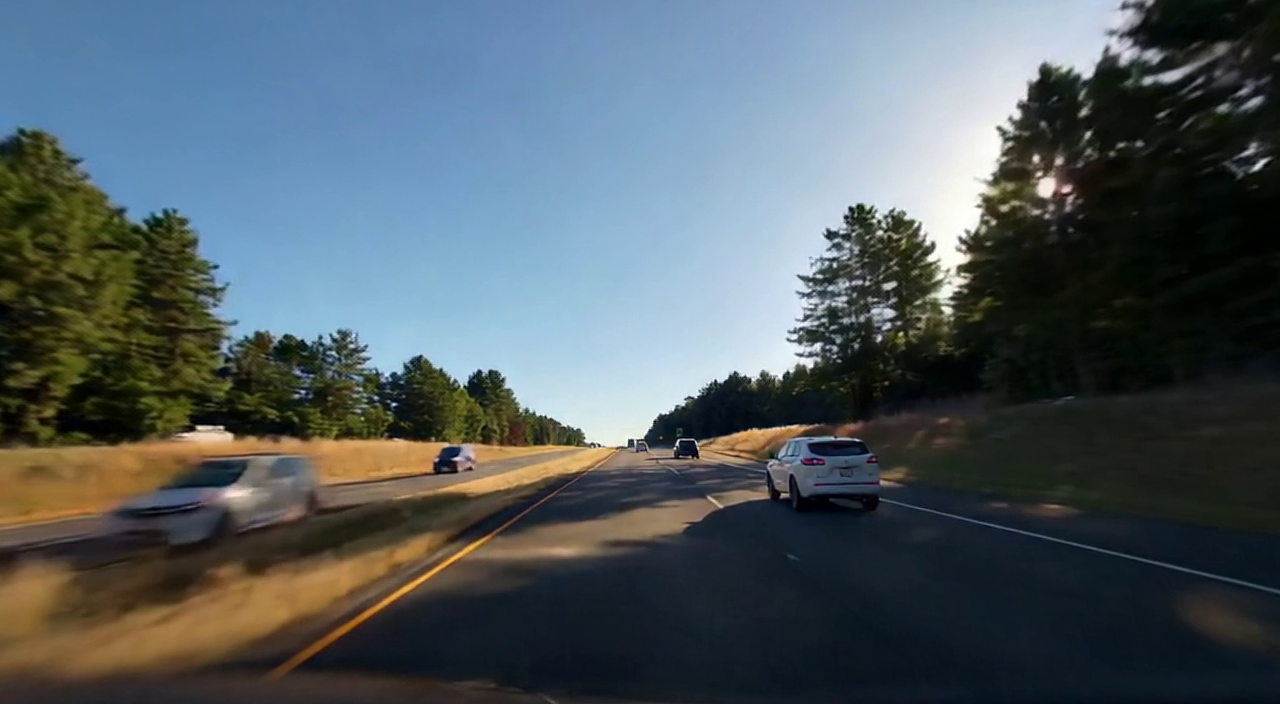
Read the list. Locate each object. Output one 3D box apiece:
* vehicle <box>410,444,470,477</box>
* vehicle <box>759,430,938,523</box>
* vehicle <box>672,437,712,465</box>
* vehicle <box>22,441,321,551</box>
[{"bbox_3d":[-10.939,5.931,34.739,1.971,1.678,4.295,0,-8,-1],"label":"vehicle"},{"bbox_3d":[3.830,2.342,12.497,1.999,1.501,4.221,0,-8,-2],"label":"vehicle"},{"bbox_3d":[3.226,6.264,39.980,2.043,1.673,4.016,0,-8,-2],"label":"vehicle"},{"bbox_3d":[-7.738,2.345,11.116,1.925,1.512,4.387,0,-8,0],"label":"vehicle"}]
